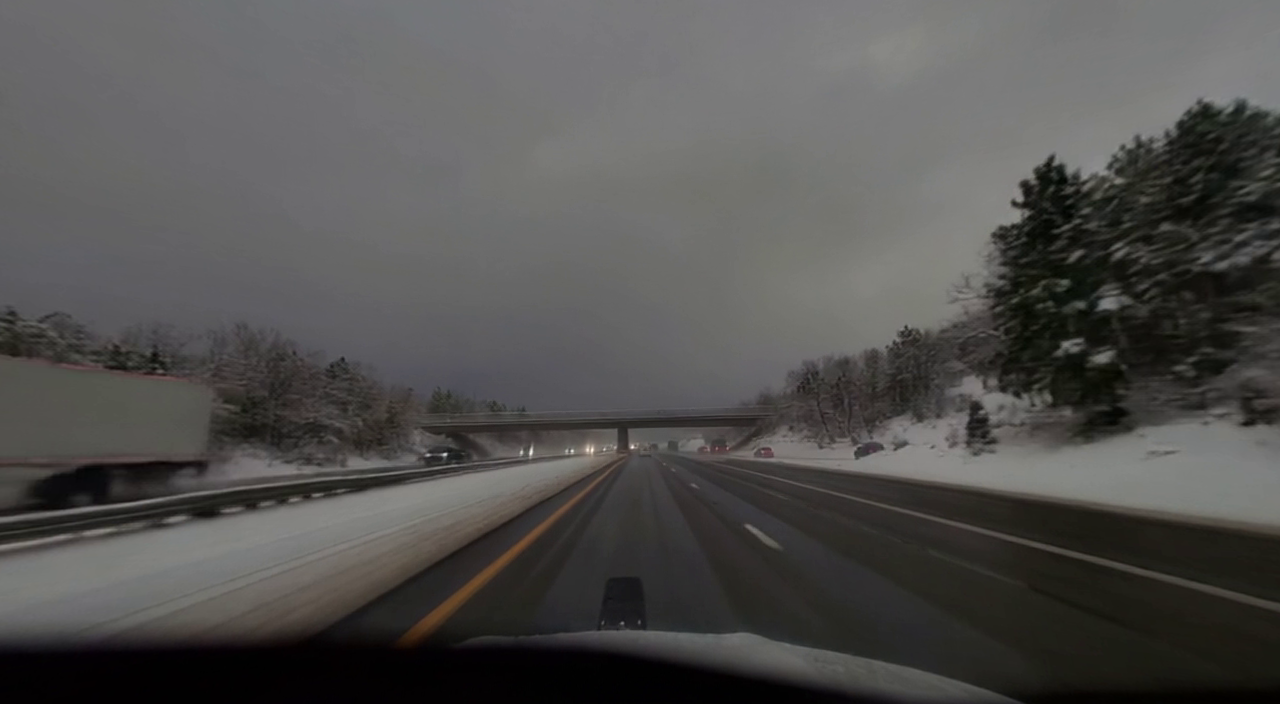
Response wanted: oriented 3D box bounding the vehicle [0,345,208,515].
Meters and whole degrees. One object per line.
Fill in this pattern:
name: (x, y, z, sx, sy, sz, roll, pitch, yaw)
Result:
vehicle: (-17.358, 1.798, 14.606, 2.926, 4.181, 16.364, 0, -9, 0)
